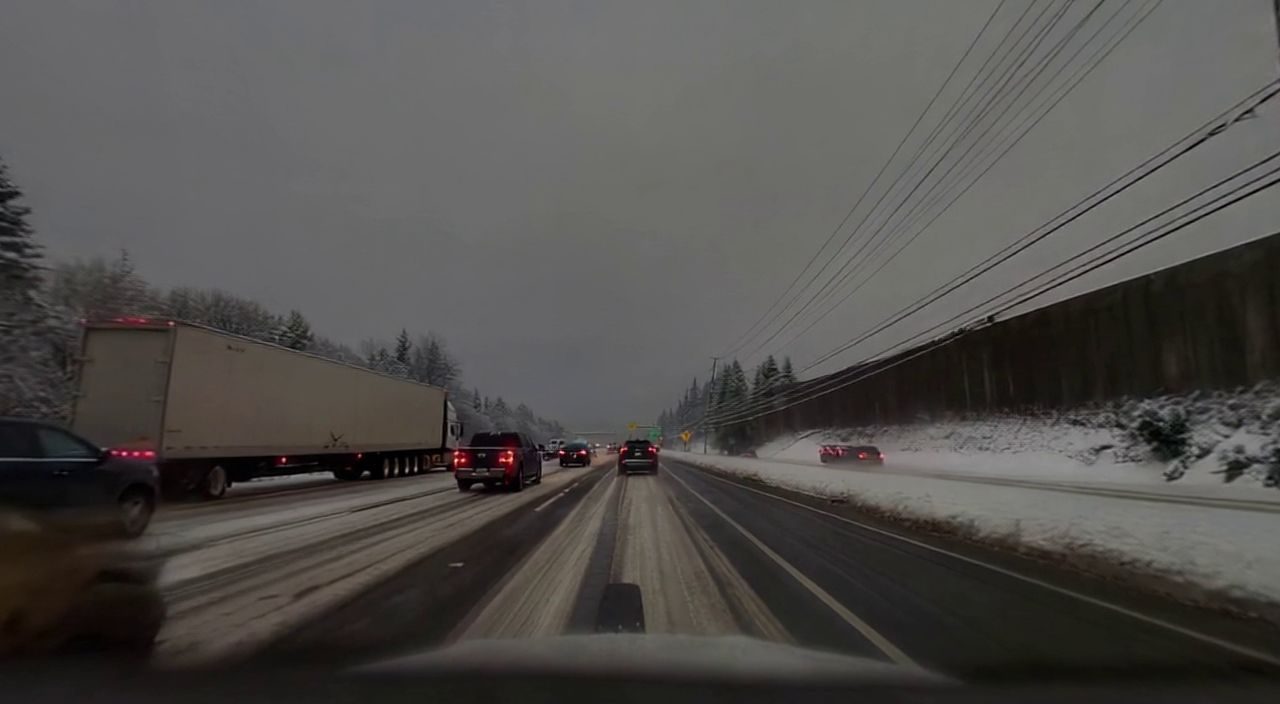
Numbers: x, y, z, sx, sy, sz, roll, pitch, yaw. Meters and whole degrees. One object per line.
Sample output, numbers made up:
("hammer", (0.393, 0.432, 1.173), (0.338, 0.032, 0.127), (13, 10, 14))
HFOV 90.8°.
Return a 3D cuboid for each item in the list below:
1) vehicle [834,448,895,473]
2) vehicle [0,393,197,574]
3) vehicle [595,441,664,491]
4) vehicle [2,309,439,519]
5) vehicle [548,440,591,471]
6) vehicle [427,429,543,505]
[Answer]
("vehicle", (14.103, 6.808, 39.945), (2.027, 1.478, 4.849), (0, -9, -1))
("vehicle", (-7.584, 1.382, 6.682), (2.054, 1.825, 5.072), (0, -9, 0))
("vehicle", (-0.346, 3.691, 20.862), (2.089, 1.477, 3.818), (0, -9, -1))
("vehicle", (-10.658, 2.376, 20.467), (2.892, 4.073, 16.528), (0, -8, 0))
("vehicle", (-4.060, 6.089, 37.276), (1.976, 1.705, 4.176), (0, -8, 1))
("vehicle", (-3.882, 2.943, 16.632), (1.923, 1.716, 4.289), (0, -9, 0))
